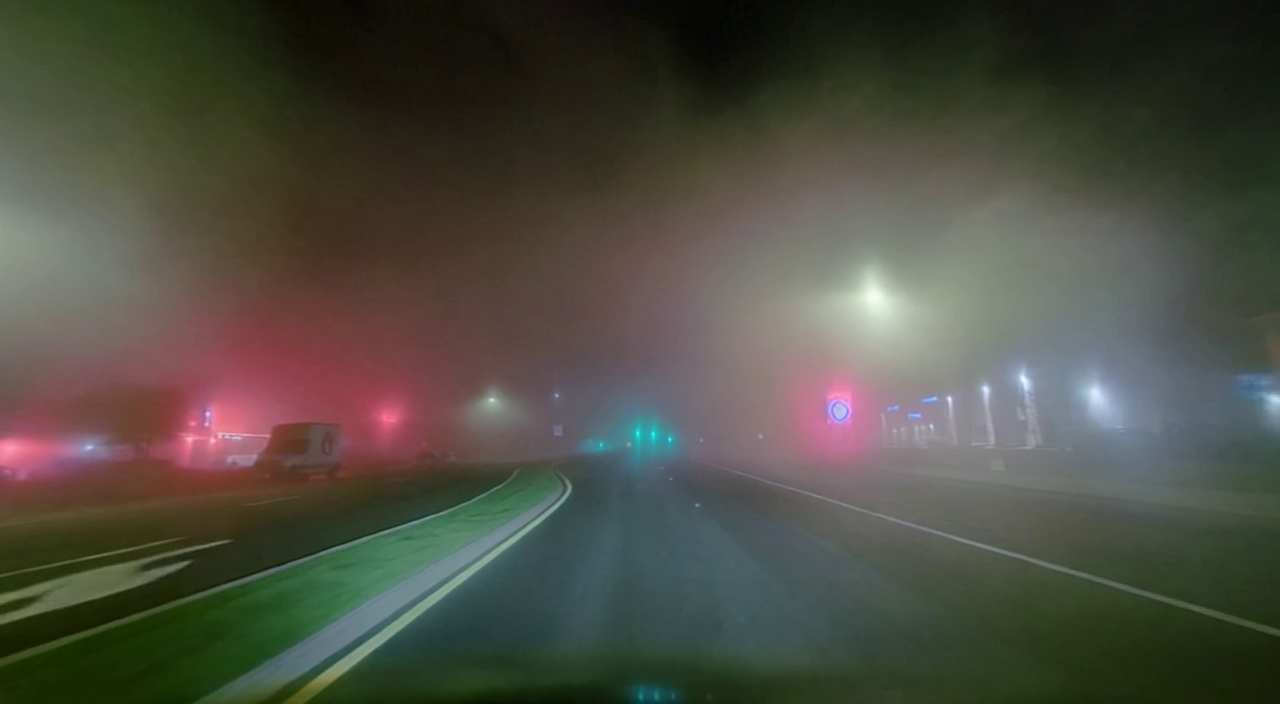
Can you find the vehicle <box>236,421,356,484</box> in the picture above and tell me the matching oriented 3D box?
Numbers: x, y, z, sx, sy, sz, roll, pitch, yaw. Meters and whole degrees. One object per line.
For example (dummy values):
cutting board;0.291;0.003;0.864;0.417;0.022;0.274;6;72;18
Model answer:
vehicle;-19.388;5.697;36.168;2.834;3.225;6.752;-1;-9;2
